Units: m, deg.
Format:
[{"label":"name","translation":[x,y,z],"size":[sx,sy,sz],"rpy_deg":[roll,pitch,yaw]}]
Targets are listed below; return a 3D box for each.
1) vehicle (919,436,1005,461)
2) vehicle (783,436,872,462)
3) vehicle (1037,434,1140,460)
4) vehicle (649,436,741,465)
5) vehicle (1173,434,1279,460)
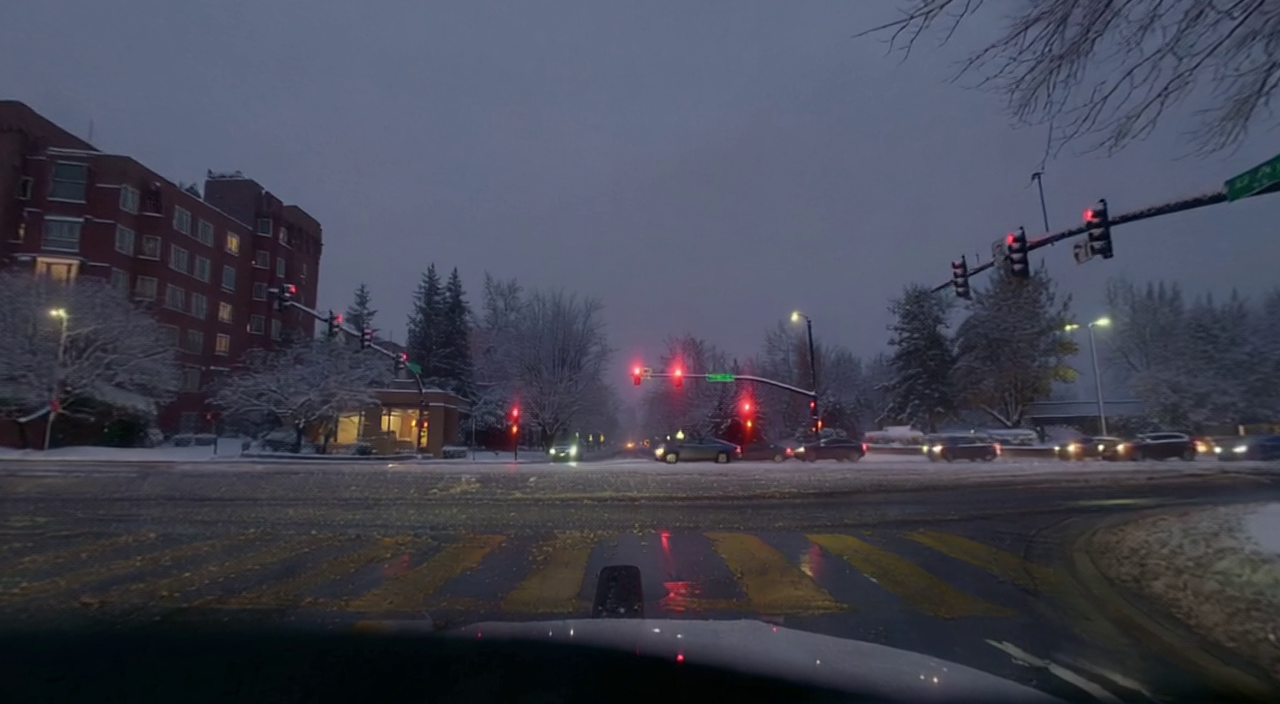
[{"label":"vehicle","translation":[20.376,6.123,40.054],"size":[4.443,1.472,1.794],"rpy_deg":[0,-9,1]},{"label":"vehicle","translation":[10.921,5.663,36.950],"size":[4.631,1.435,1.715],"rpy_deg":[0,-9,0]},{"label":"vehicle","translation":[25.916,5.508,36.607],"size":[4.519,1.476,1.767],"rpy_deg":[0,-9,1]},{"label":"vehicle","translation":[2.837,5.166,33.197],"size":[4.629,1.423,1.833],"rpy_deg":[0,-9,-1]},{"label":"vehicle","translation":[34.261,5.511,36.723],"size":[4.724,1.452,1.870],"rpy_deg":[0,-9,0]}]
